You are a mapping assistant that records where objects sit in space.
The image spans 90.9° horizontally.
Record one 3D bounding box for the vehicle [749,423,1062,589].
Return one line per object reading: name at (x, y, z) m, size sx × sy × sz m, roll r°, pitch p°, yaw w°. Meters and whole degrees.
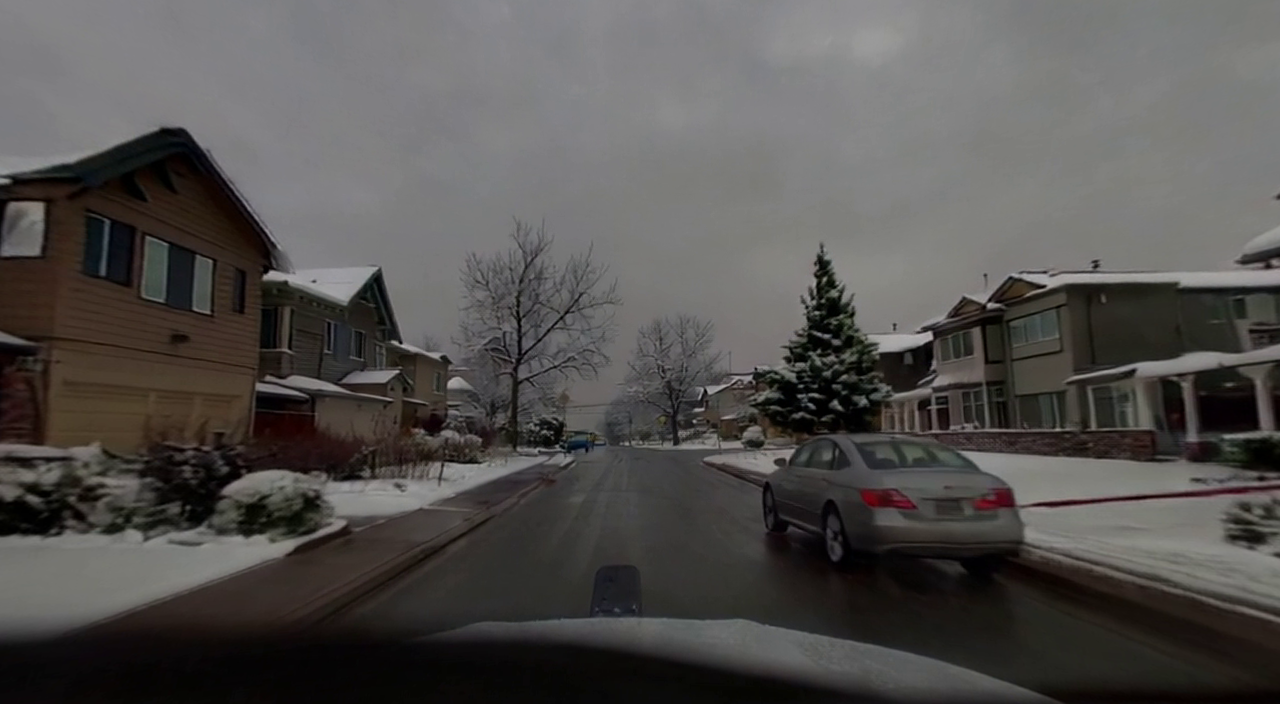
vehicle at (2.810, 1.674, 7.869) m, size 1.955 × 1.498 × 4.046 m, roll 0°, pitch -7°, yaw -3°
